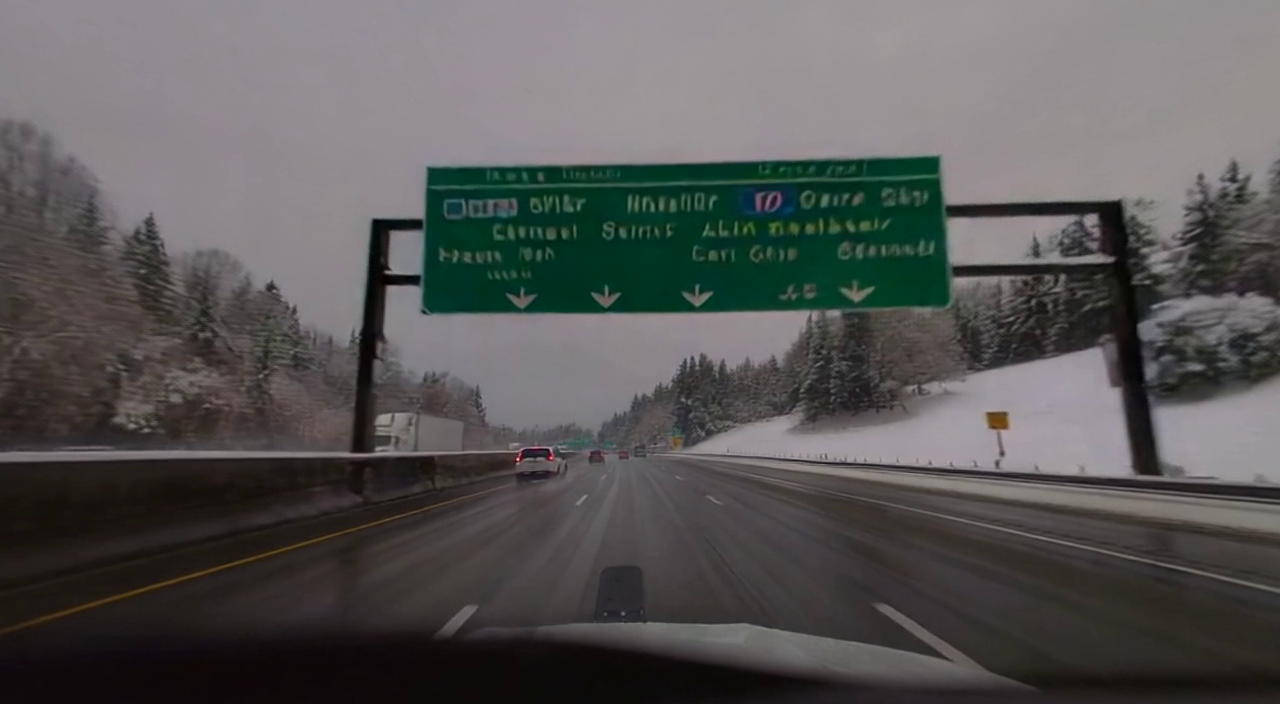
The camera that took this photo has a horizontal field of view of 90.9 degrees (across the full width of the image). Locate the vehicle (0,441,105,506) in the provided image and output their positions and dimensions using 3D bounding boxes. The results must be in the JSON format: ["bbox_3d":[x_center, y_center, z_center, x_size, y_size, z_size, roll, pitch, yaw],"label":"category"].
[{"bbox_3d":[-15.691,2.958,15.458,1.824,1.473,3.744,0,-9,-1],"label":"vehicle"}]

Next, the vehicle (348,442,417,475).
[{"bbox_3d":[-12.454,5.177,30.766,1.763,1.475,3.913,0,-9,-1],"label":"vehicle"}]

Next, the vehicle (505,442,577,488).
[{"bbox_3d":[-3.726,4.330,24.460,2.028,1.584,4.481,0,-9,1],"label":"vehicle"}]
